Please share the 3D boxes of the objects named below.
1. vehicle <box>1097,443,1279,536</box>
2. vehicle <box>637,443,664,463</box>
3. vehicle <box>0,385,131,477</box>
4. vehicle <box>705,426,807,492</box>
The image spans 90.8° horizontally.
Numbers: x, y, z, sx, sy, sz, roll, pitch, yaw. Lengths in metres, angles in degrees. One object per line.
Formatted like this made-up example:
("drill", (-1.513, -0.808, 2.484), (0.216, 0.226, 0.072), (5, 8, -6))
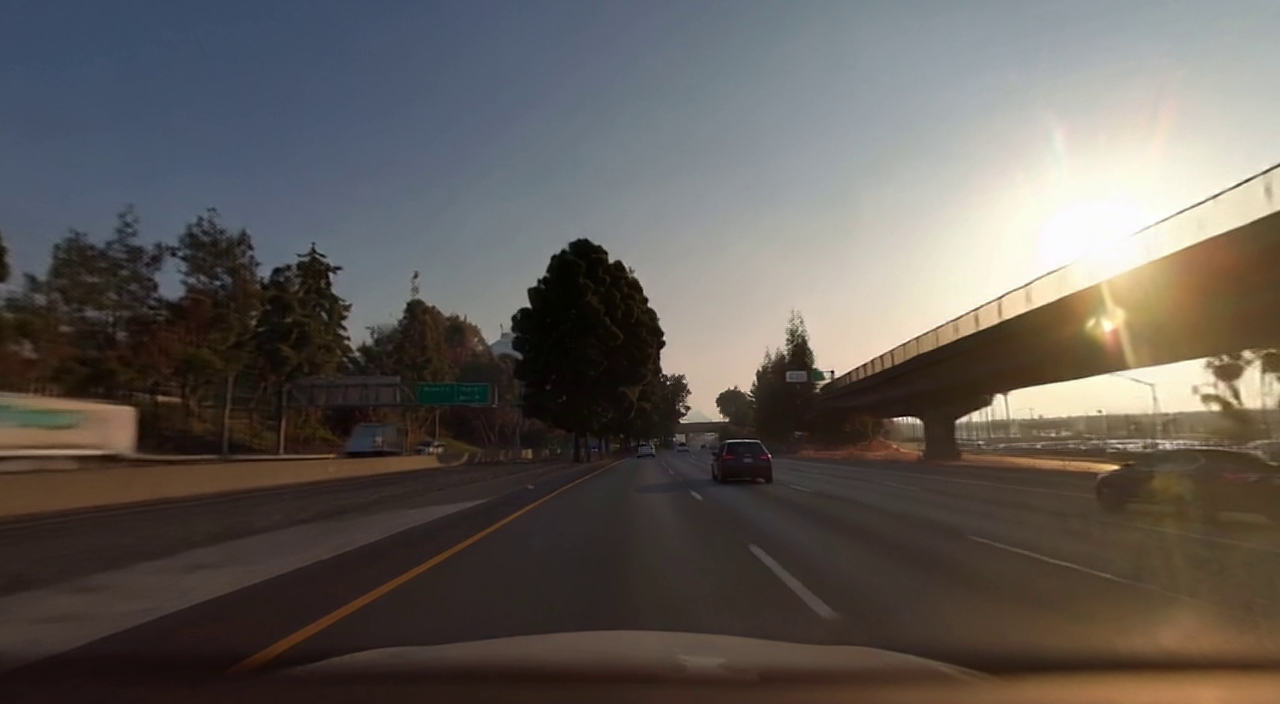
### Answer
("vehicle", (10.986, 2.419, 11.610), (1.827, 1.448, 4.370), (0, -9, -1))
("vehicle", (0.818, 7.778, 48.939), (2.046, 1.475, 3.784), (0, -9, 2))
("vehicle", (-30.039, 3.654, 28.976), (3.039, 4.055, 12.039), (0, -9, 1))
("vehicle", (3.430, 3.306, 19.748), (2.226, 1.779, 4.835), (0, -9, 0))
